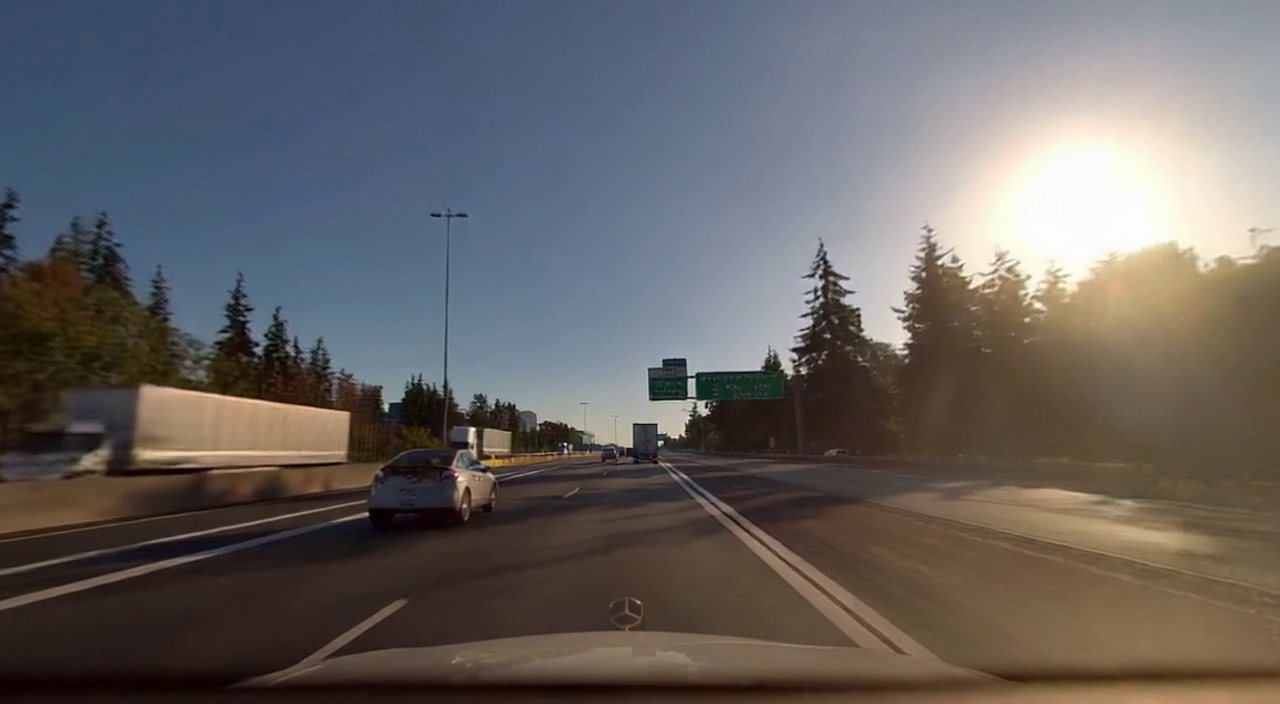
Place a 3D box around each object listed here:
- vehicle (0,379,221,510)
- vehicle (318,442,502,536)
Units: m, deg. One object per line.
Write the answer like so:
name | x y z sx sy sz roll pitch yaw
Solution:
vehicle | -17.559 3.062 20.953 2.974 3.730 5.926 0 -9 0
vehicle | -4.127 2.502 12.146 1.945 1.488 4.043 0 -9 1
